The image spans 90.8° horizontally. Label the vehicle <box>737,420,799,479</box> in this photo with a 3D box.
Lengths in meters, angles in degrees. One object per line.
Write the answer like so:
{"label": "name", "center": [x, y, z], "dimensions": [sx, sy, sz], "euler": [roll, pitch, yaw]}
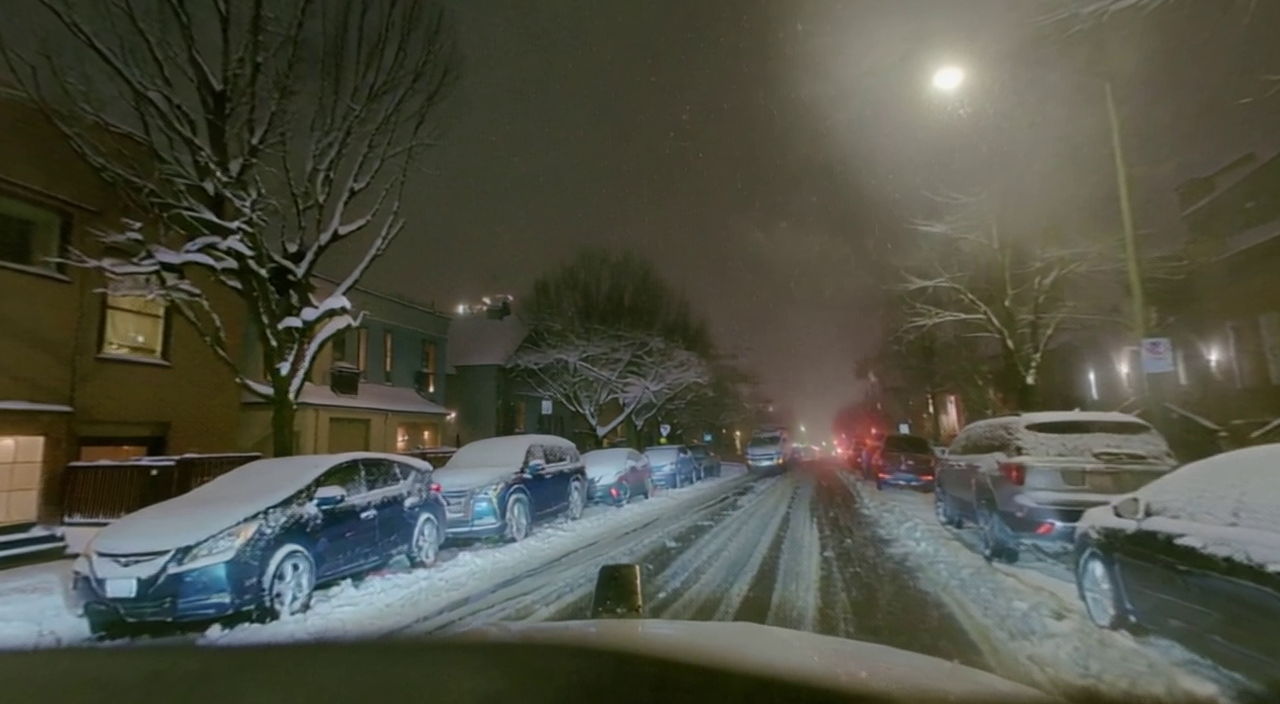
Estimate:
{"label": "vehicle", "center": [7.209, 5.358, 34.839], "dimensions": [2.716, 2.887, 6.781], "euler": [-2, -9, 16]}

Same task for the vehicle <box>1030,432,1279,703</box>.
{"label": "vehicle", "center": [4.105, 1.180, 3.422], "dimensions": [1.992, 1.456, 4.610], "euler": [-2, -9, 14]}

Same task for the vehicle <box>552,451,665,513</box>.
{"label": "vehicle", "center": [-0.740, 3.648, 18.310], "dimensions": [1.861, 1.474, 4.749], "euler": [-2, -9, 15]}

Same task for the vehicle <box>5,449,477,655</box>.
{"label": "vehicle", "center": [-3.784, 1.875, 7.187], "dimensions": [1.855, 1.510, 4.406], "euler": [-2, -9, 13]}

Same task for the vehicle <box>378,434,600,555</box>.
{"label": "vehicle", "center": [-2.549, 2.557, 12.322], "dimensions": [2.203, 1.815, 4.972], "euler": [-2, -9, 12]}
